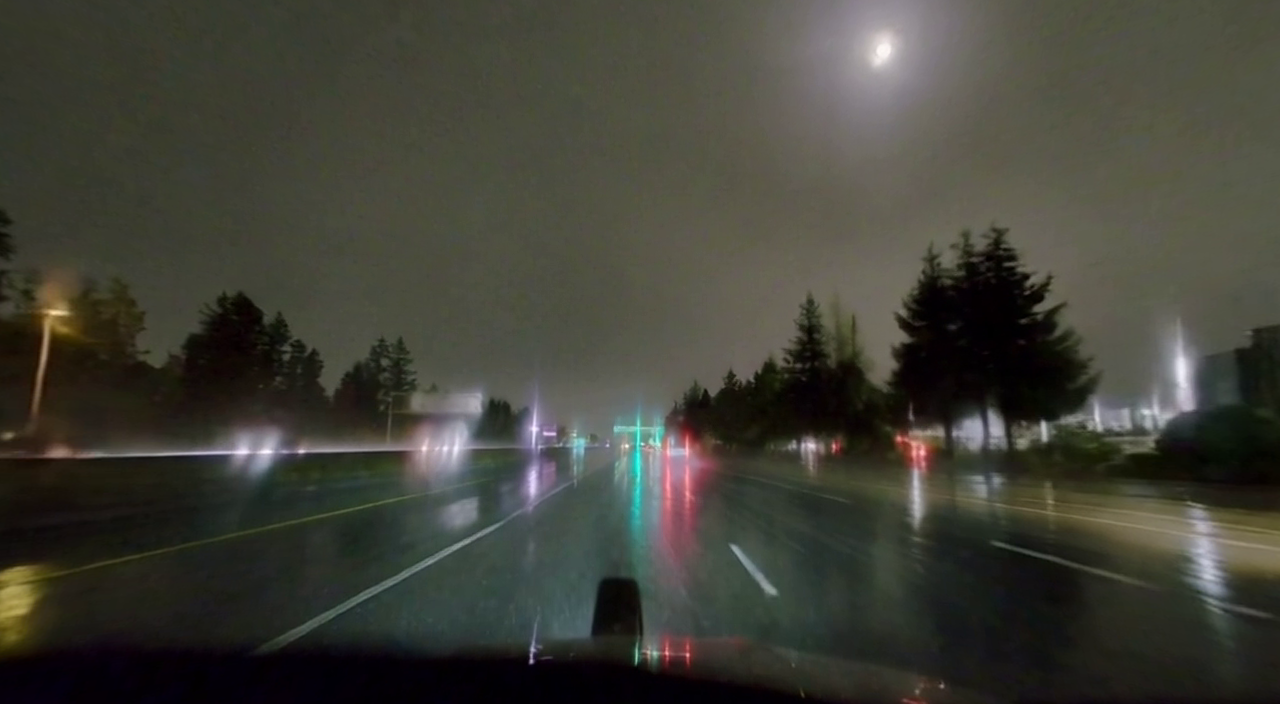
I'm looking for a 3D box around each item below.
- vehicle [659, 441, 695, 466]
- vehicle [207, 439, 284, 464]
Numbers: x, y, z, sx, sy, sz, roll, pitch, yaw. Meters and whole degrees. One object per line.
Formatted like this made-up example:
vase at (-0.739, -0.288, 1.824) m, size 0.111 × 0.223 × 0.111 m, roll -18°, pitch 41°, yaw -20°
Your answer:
vehicle at (2.580, 7.223, 45.176) m, size 2.127 × 1.692 × 4.382 m, roll 0°, pitch -9°, yaw -2°
vehicle at (-25.363, 6.408, 40.852) m, size 1.902 × 1.514 × 4.866 m, roll 0°, pitch -9°, yaw 0°
